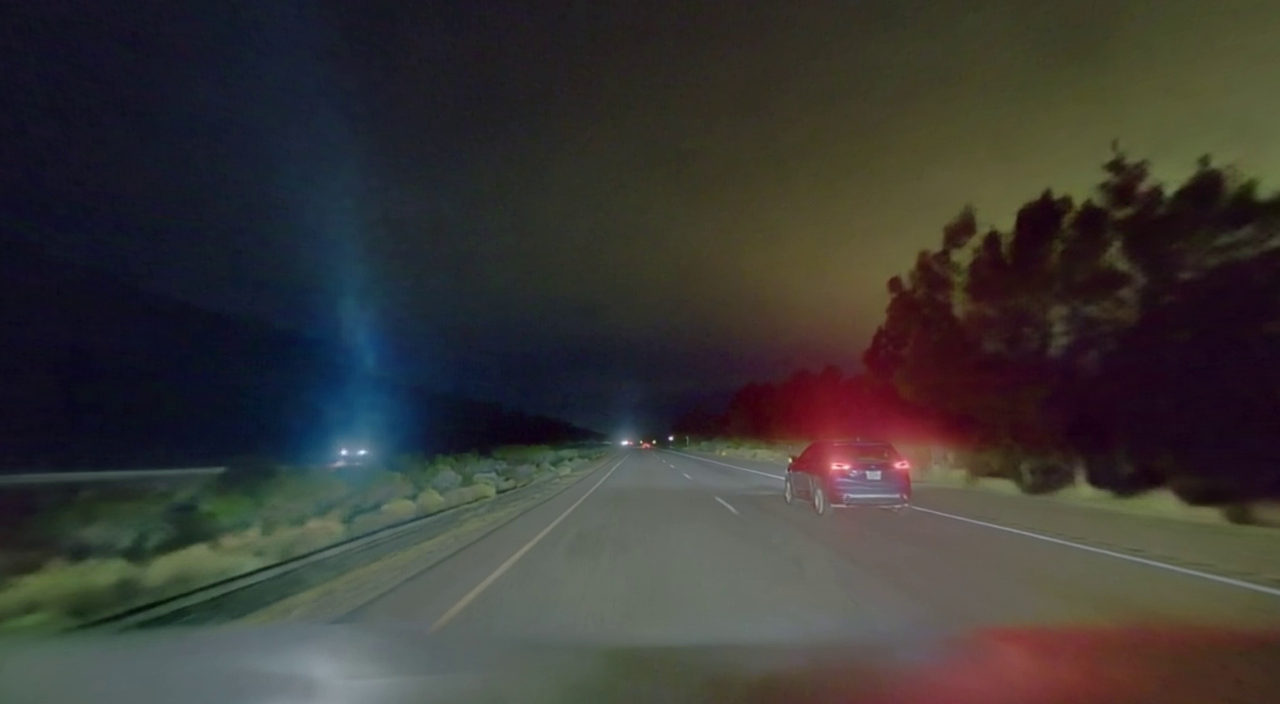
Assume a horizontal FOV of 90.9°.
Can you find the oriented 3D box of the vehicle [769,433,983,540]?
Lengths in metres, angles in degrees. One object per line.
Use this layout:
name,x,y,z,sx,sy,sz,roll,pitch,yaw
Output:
vehicle,3.768,2.215,11.114,2.003,1.466,4.441,0,-8,-1
